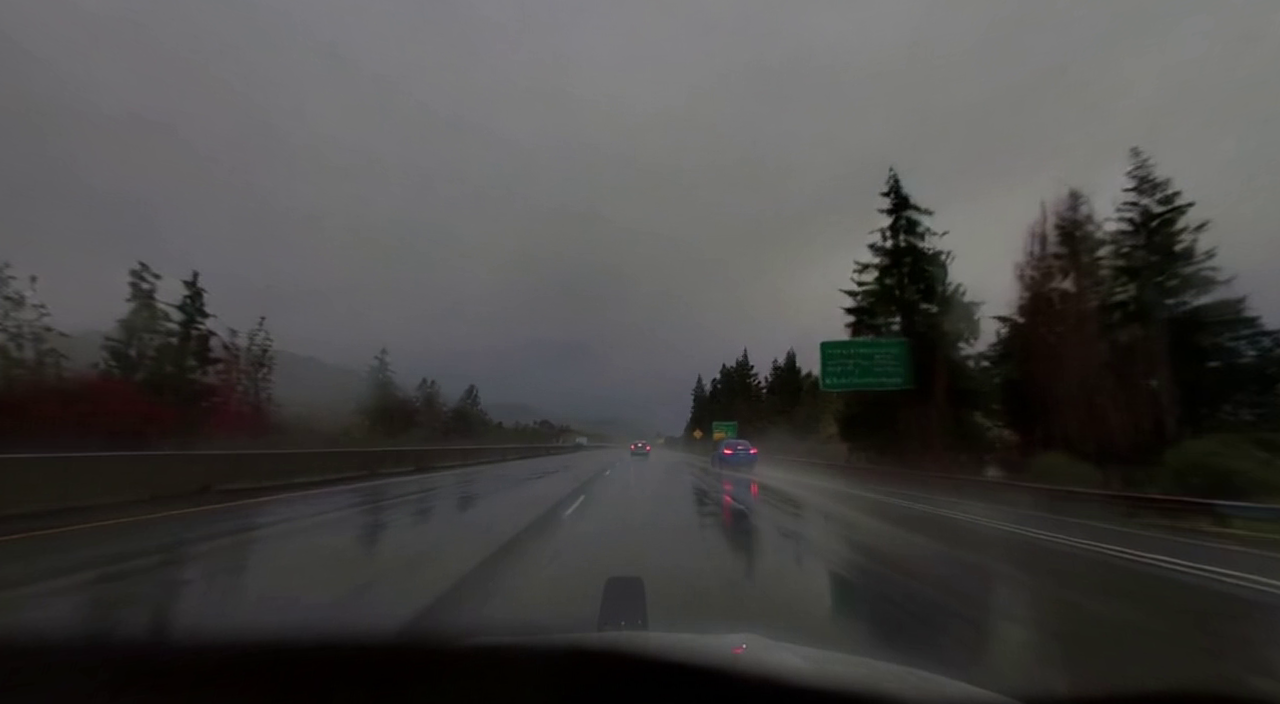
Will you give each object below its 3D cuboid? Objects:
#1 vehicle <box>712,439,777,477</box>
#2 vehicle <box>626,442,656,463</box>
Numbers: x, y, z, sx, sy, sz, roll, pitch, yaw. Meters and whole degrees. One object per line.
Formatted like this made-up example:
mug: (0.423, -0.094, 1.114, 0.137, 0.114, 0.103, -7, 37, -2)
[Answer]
vehicle: (4.477, 4.606, 27.585, 2.008, 1.524, 4.598, 0, -8, -1)
vehicle: (0.066, 7.335, 45.777, 2.052, 1.449, 3.857, 0, -8, 0)
